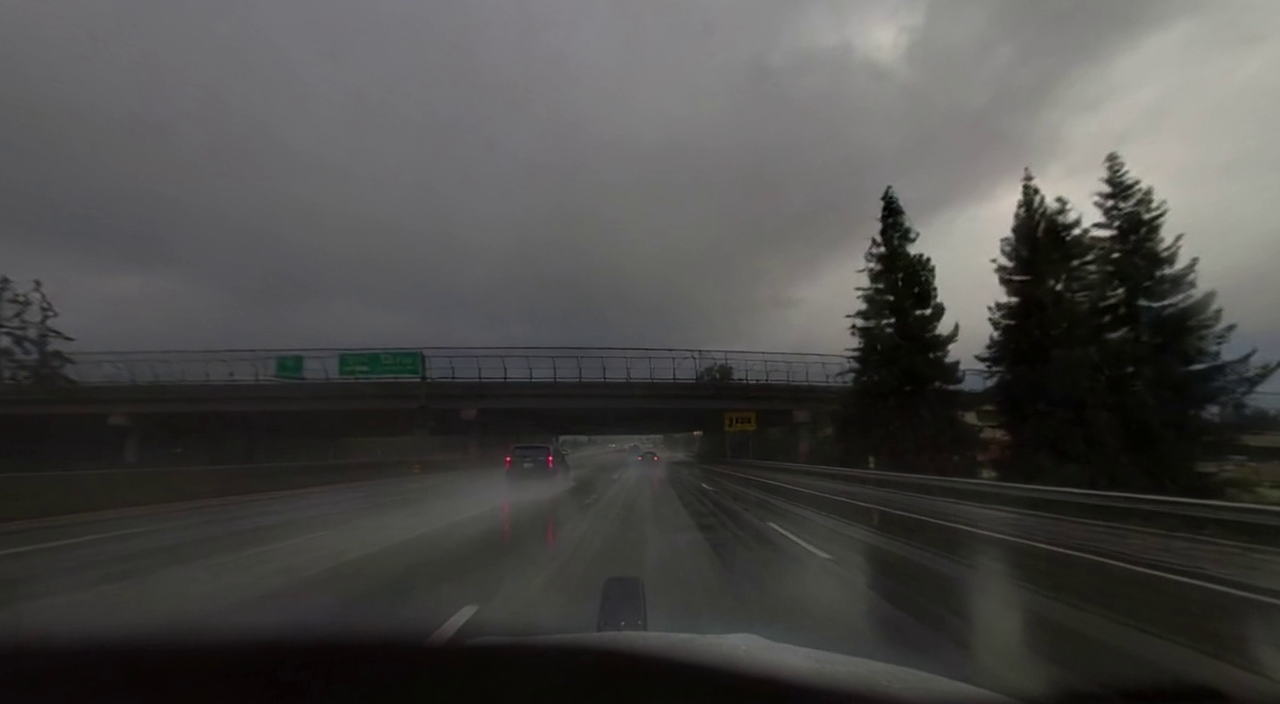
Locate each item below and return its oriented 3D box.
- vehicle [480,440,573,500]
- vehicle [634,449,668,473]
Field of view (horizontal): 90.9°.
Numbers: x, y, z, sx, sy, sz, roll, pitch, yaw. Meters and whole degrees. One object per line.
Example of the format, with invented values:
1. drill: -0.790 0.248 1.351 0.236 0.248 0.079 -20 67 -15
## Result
1. vehicle: -3.465 3.694 20.112 2.055 1.665 4.373 0 -9 1
2. vehicle: 0.695 7.180 41.713 2.113 1.537 4.208 0 -9 1
